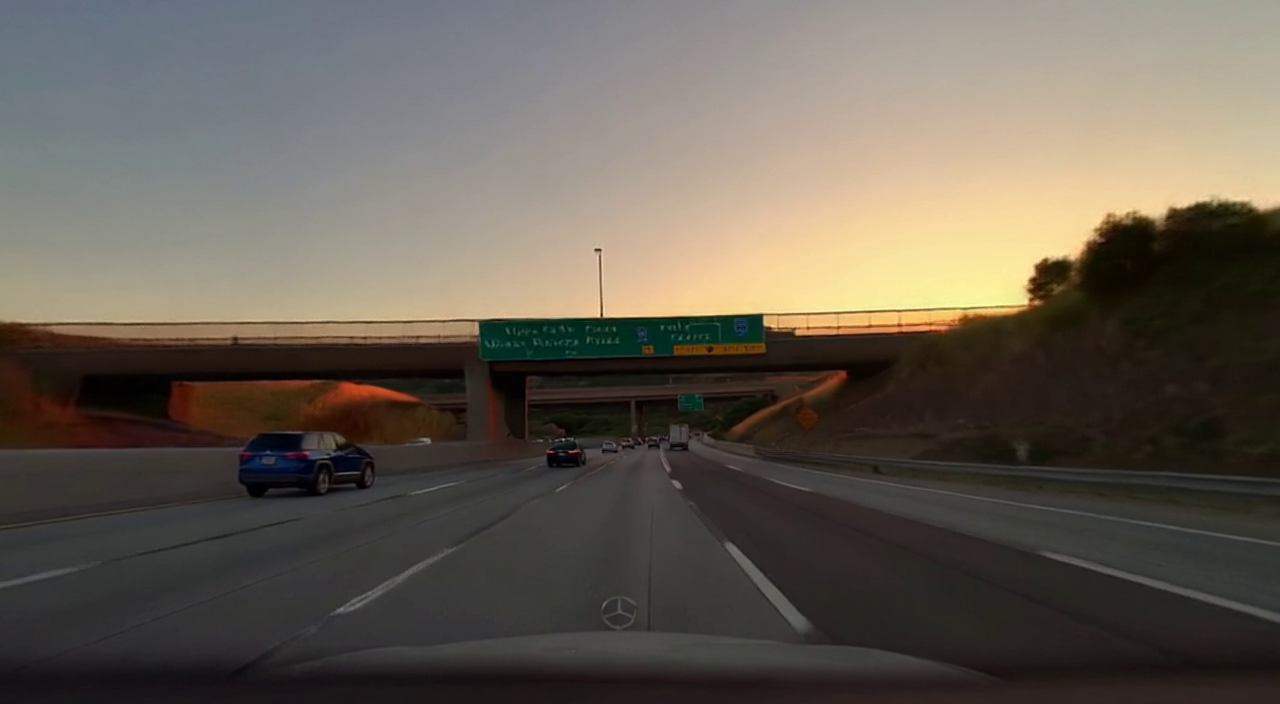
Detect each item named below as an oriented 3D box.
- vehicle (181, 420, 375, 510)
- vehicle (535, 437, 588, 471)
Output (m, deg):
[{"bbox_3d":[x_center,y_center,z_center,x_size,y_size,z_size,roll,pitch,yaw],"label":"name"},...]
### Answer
[{"bbox_3d":[-7.742,2.456,14.096,1.860,1.694,4.173,0,-9,0],"label":"vehicle"},{"bbox_3d":[-3.726,4.946,30.666,1.925,1.509,4.363,0,-9,1],"label":"vehicle"}]
